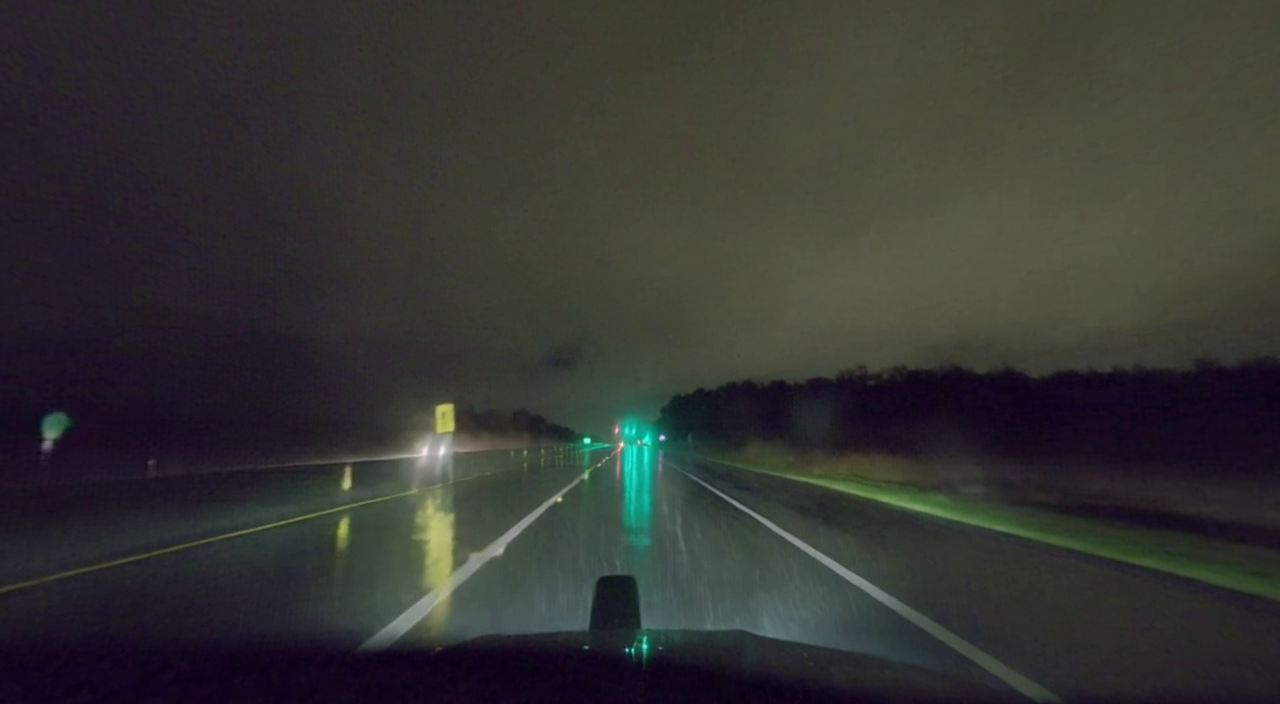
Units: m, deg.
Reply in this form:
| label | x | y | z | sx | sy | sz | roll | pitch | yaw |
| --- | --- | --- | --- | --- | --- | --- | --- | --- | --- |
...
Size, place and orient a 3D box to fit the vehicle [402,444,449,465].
| label | x | y | z | sx | sy | sz | roll | pitch | yaw |
| --- | --- | --- | --- | --- | --- | --- | --- | --- | --- |
| vehicle | -15.508 | 7.386 | 45.693 | 1.800 | 1.432 | 4.512 | -1 | -8 | 1 |
